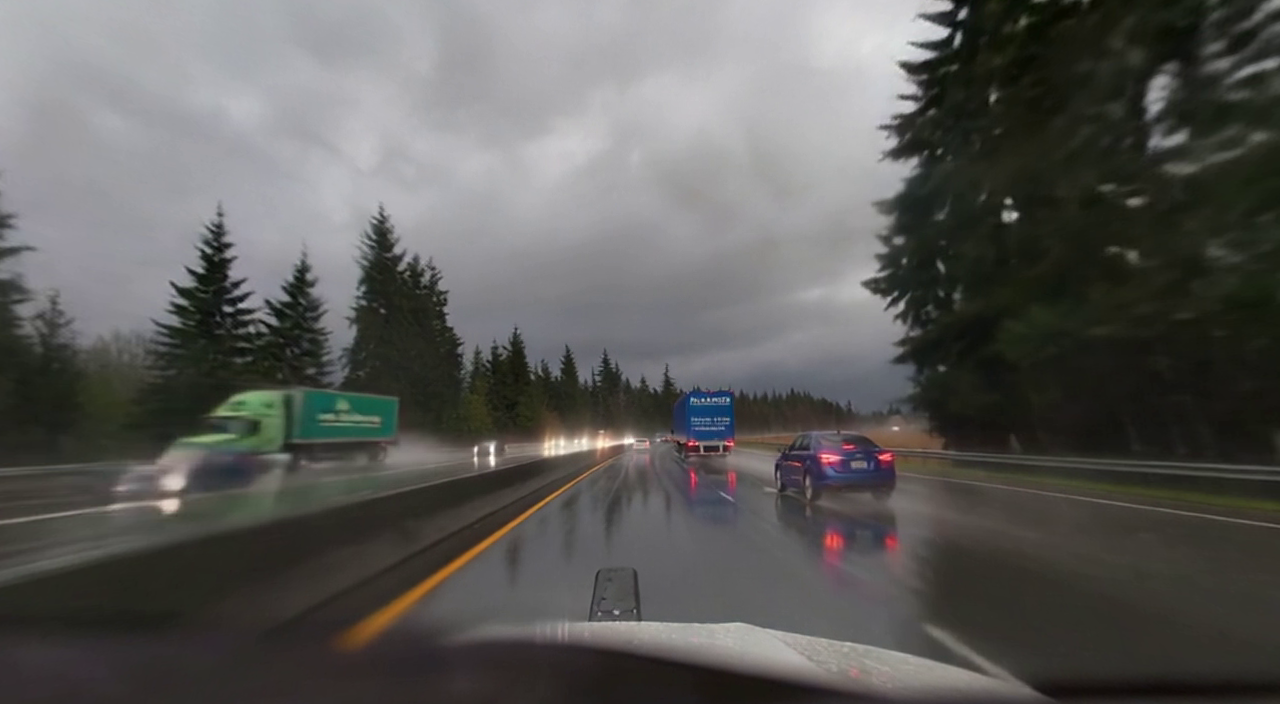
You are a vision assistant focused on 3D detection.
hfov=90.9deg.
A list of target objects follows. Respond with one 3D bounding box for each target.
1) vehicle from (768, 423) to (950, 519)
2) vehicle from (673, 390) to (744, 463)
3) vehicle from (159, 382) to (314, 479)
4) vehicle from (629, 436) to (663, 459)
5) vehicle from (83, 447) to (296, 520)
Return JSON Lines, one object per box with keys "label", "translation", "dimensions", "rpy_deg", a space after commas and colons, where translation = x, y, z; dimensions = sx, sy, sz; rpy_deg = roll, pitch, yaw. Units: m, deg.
{"label": "vehicle", "translation": [4.061, 2.261, 12.593], "dimensions": [2.028, 1.573, 4.207], "rpy_deg": [0, -8, -2]}
{"label": "vehicle", "translation": [4.182, 5.090, 42.123], "dimensions": [3.171, 4.072, 13.784], "rpy_deg": [0, -8, 0]}
{"label": "vehicle", "translation": [-18.132, 3.592, 28.876], "dimensions": [2.988, 3.961, 5.816], "rpy_deg": [0, -8, 1]}
{"label": "vehicle", "translation": [0.450, 6.551, 43.429], "dimensions": [2.209, 1.499, 4.144], "rpy_deg": [0, -8, 1]}
{"label": "vehicle", "translation": [-10.686, 3.104, 15.468], "dimensions": [2.010, 1.426, 4.364], "rpy_deg": [0, -8, 0]}
